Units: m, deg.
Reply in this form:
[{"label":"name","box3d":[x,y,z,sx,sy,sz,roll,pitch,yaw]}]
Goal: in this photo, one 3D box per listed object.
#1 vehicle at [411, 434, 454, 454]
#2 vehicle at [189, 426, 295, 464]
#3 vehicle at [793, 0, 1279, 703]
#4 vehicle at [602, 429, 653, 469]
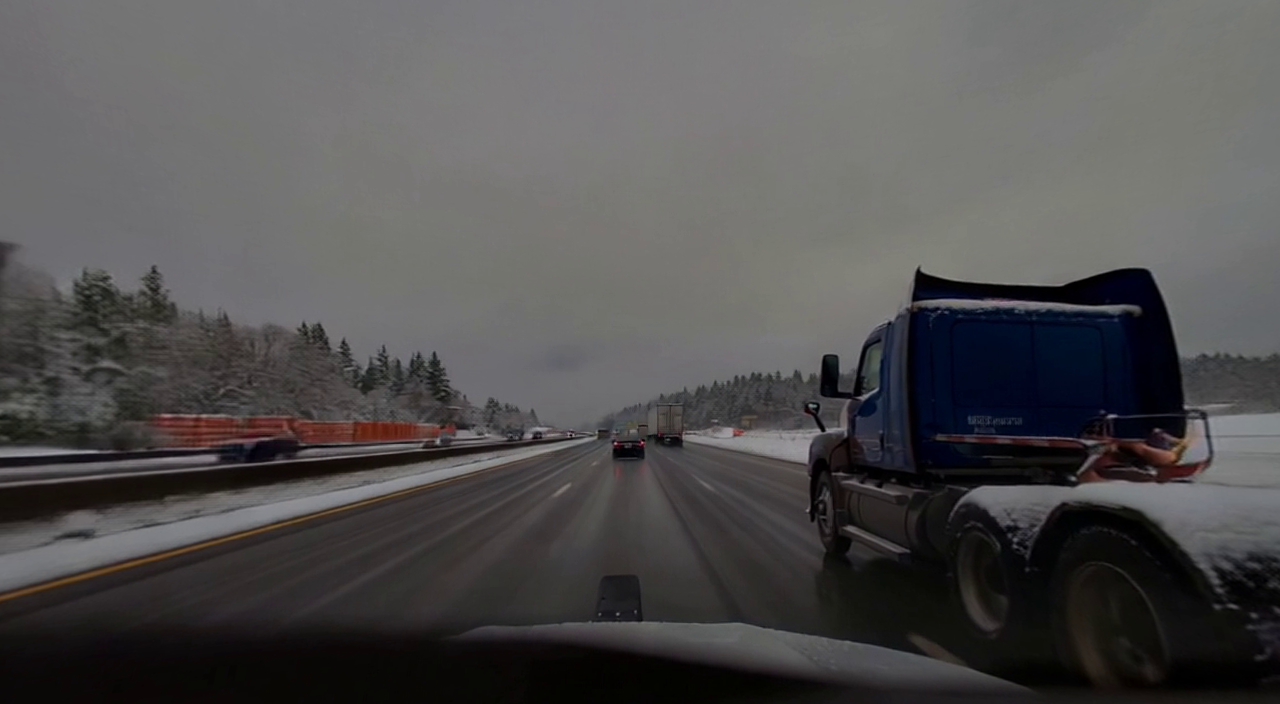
[{"label":"vehicle","box3d":[-15.711,6.980,47.967,1.845,1.459,4.153,0,-8,0]},{"label":"vehicle","box3d":[-20.095,4.719,32.180,1.975,1.769,5.289,0,-8,0]},{"label":"vehicle","box3d":[3.522,-0.059,2.296,2.919,3.634,10.888,0,-8,-1]},{"label":"vehicle","box3d":[-0.494,3.914,25.631,1.929,1.469,3.677,0,-8,-1]}]
